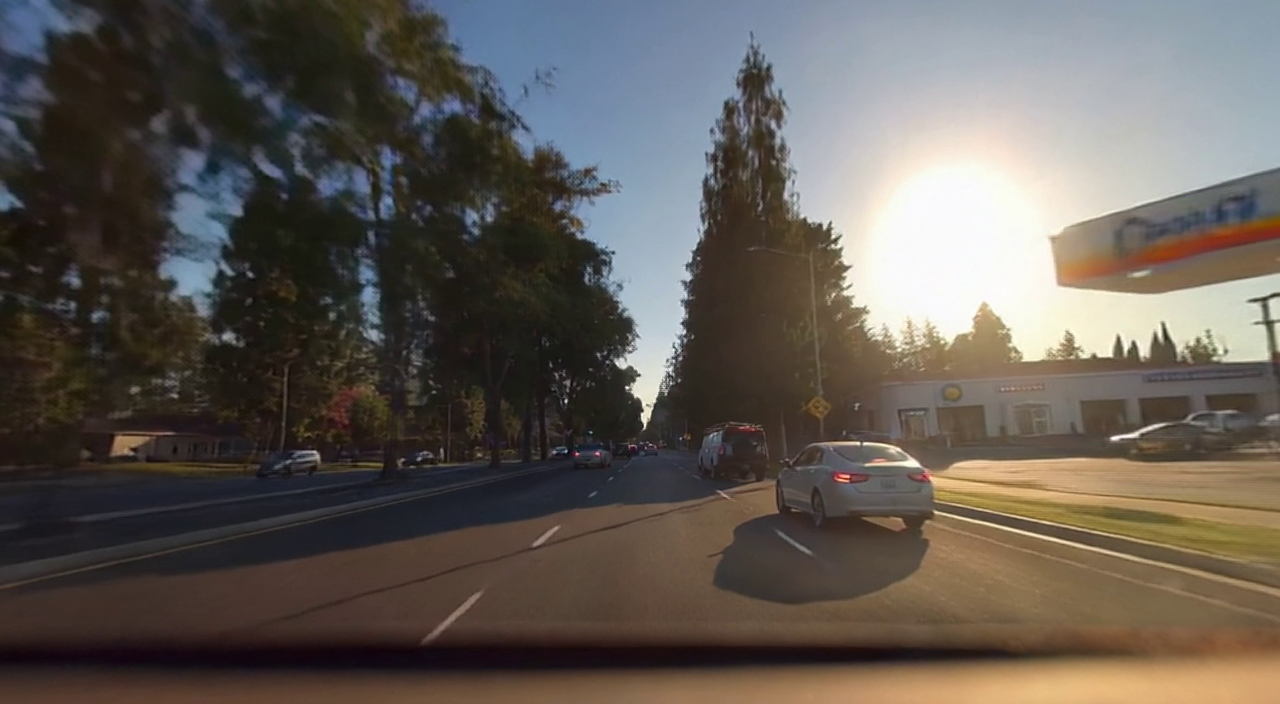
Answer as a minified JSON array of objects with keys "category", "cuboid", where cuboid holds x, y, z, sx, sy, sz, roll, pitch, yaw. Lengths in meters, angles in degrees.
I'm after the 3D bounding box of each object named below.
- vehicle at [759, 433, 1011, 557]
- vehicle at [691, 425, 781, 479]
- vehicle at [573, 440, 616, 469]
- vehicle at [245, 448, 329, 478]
[{"category":"vehicle","cuboid":[3.389,2.069,9.960,2.095,1.475,4.686,0,-9,0]},{"category":"vehicle","cuboid":[4.243,4.632,29.451,3.245,2.199,6.295,0,-8,0]},{"category":"vehicle","cuboid":[-2.850,6.547,40.526,2.250,1.713,4.422,0,-8,2]},{"category":"vehicle","cuboid":[-21.367,6.705,38.380,2.106,1.660,4.699,-1,-9,4]}]
